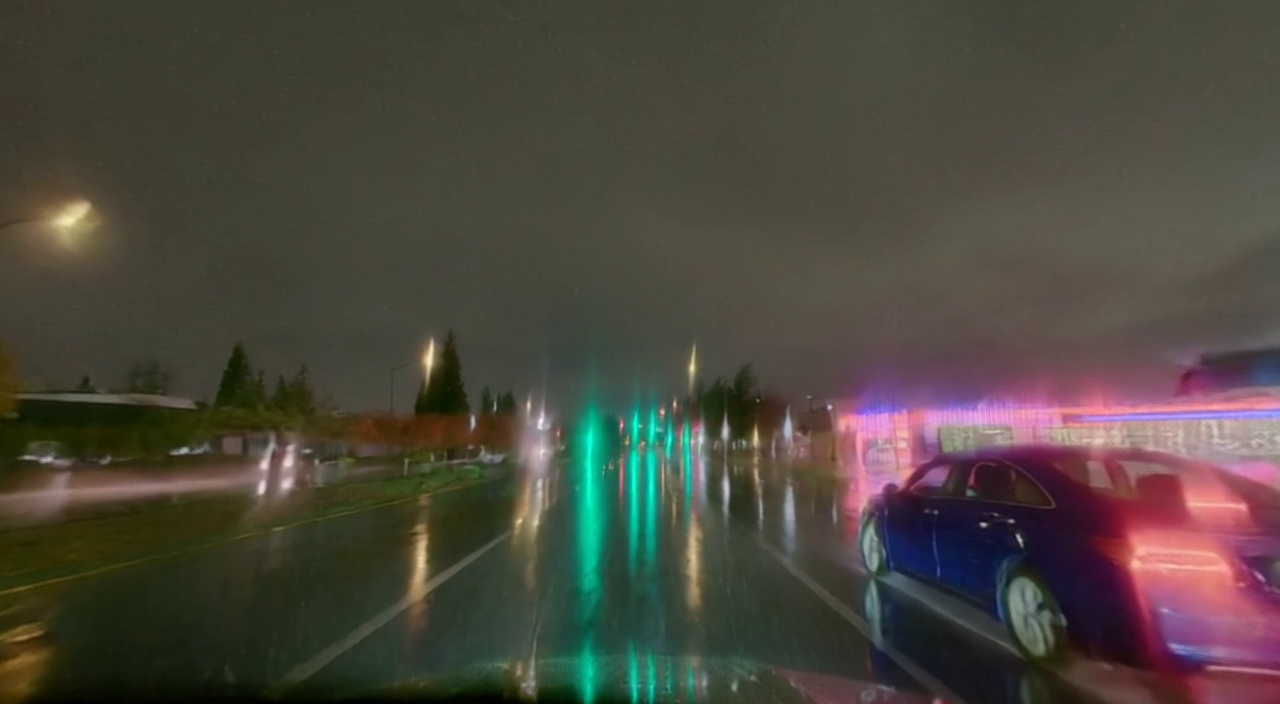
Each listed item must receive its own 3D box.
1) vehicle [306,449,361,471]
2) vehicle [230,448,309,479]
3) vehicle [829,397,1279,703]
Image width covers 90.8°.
[{"bbox_3d":[-22.555,7.938,46.619,1.784,1.438,4.471,0,-8,0],"label":"vehicle"},{"bbox_3d":[-19.349,5.823,33.153,1.761,1.488,3.822,-1,-8,1],"label":"vehicle"},{"bbox_3d":[3.070,1.215,4.480,2.004,1.470,4.544,0,-8,0],"label":"vehicle"}]
